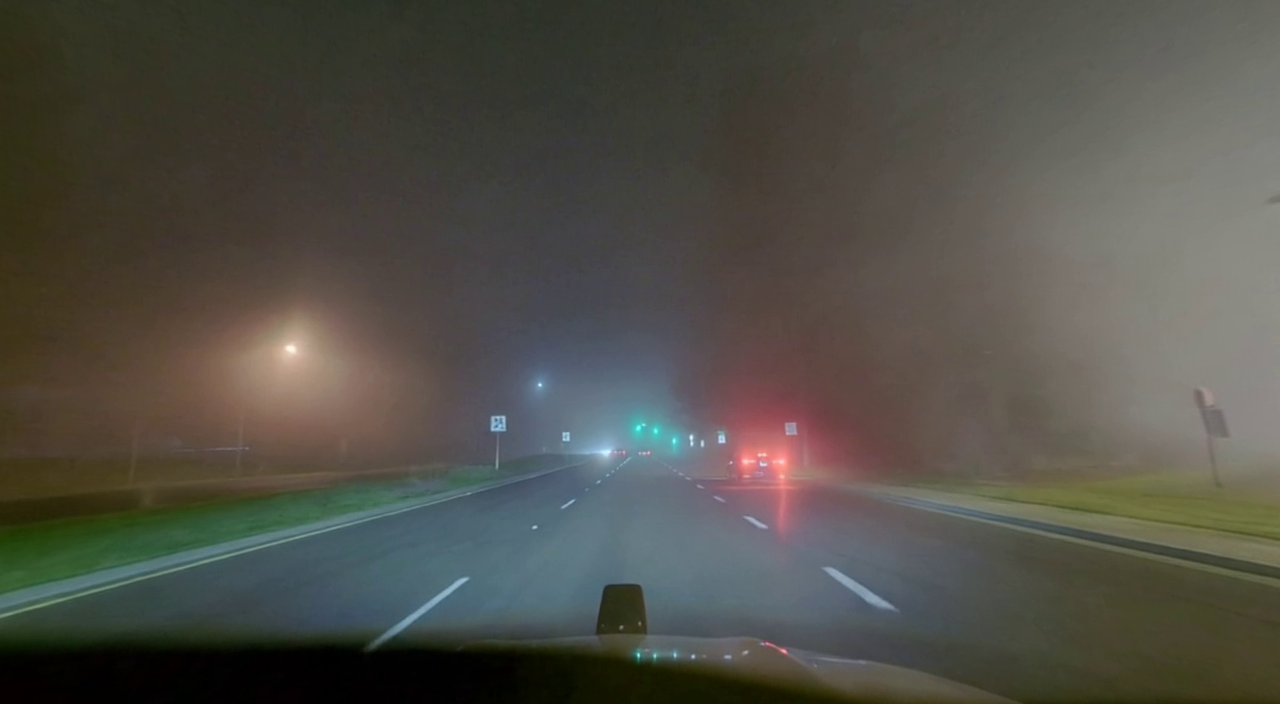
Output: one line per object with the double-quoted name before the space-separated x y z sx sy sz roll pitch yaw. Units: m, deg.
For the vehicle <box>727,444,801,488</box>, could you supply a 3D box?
"vehicle" 4.663 4.321 24.250 1.913 1.516 4.322 0 -8 -1
